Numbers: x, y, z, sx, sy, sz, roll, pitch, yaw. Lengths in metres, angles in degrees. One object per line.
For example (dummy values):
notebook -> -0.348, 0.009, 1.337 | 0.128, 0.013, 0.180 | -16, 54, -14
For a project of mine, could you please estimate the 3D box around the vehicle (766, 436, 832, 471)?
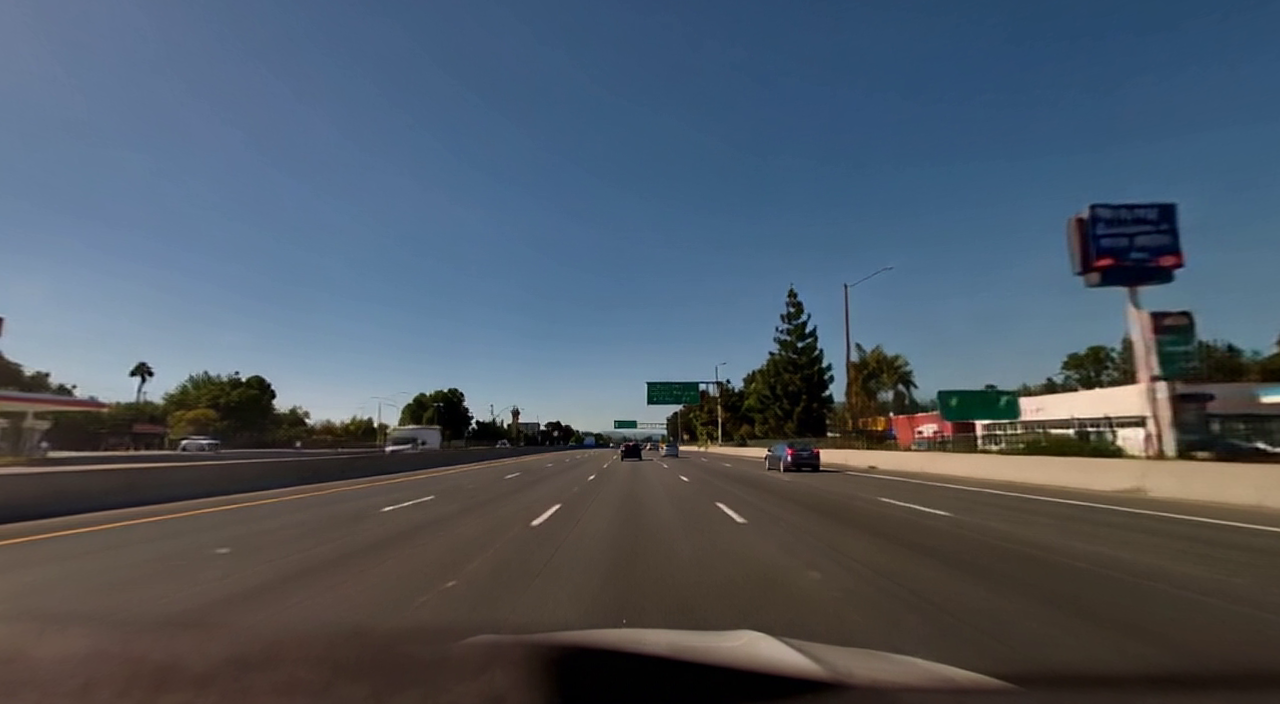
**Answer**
vehicle -> 7.256, 4.670, 29.162 | 1.867, 1.463, 4.295 | 0, -8, -1

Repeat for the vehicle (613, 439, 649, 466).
vehicle -> -0.549, 5.918, 37.171 | 1.999, 1.473, 4.351 | 0, -8, -1

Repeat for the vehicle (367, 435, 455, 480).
vehicle -> -9.858, 4.567, 27.638 | 2.005, 1.725, 5.137 | 0, -8, -1
